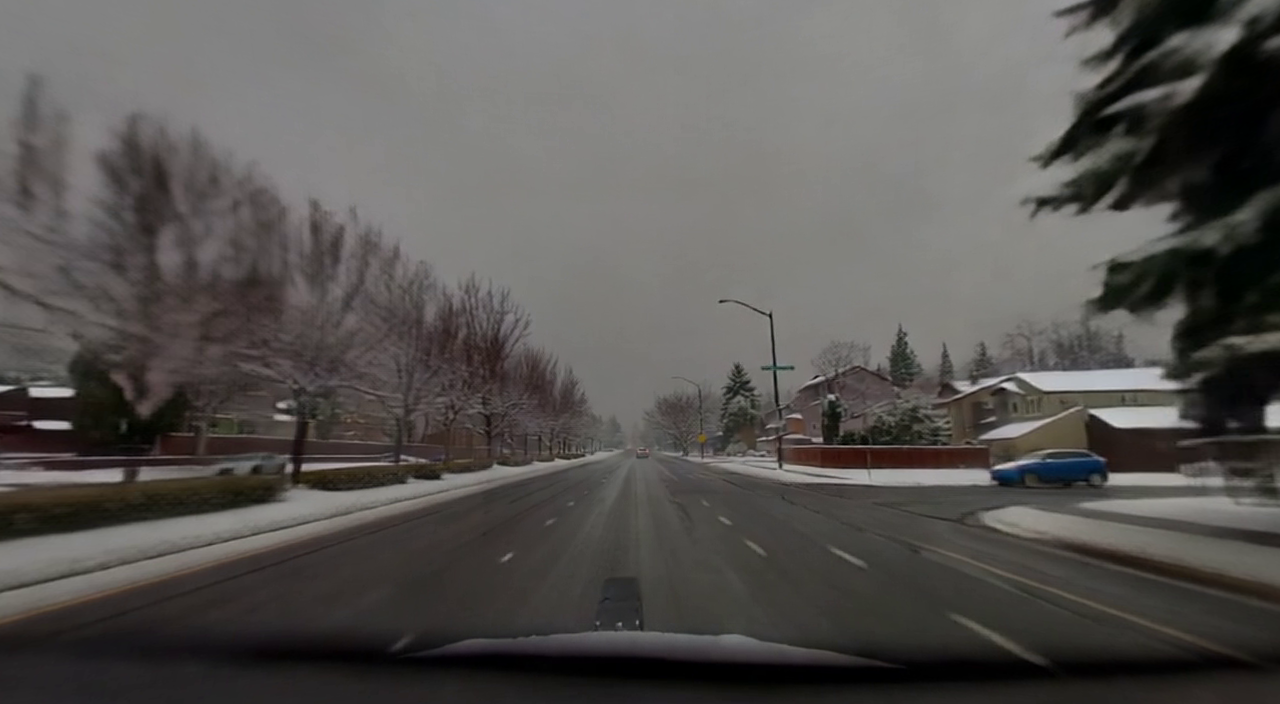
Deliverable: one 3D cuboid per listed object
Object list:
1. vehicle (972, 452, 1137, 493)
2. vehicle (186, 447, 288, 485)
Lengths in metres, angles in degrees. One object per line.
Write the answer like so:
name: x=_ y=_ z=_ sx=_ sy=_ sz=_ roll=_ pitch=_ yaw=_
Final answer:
vehicle: x=15.977 y=4.650 z=24.555 sx=4.913 sy=1.470 sz=2.045 roll=0 pitch=-8 yaw=0
vehicle: x=-19.875 y=5.609 z=31.478 sx=1.954 sy=1.716 sz=4.676 roll=0 pitch=-8 yaw=0
